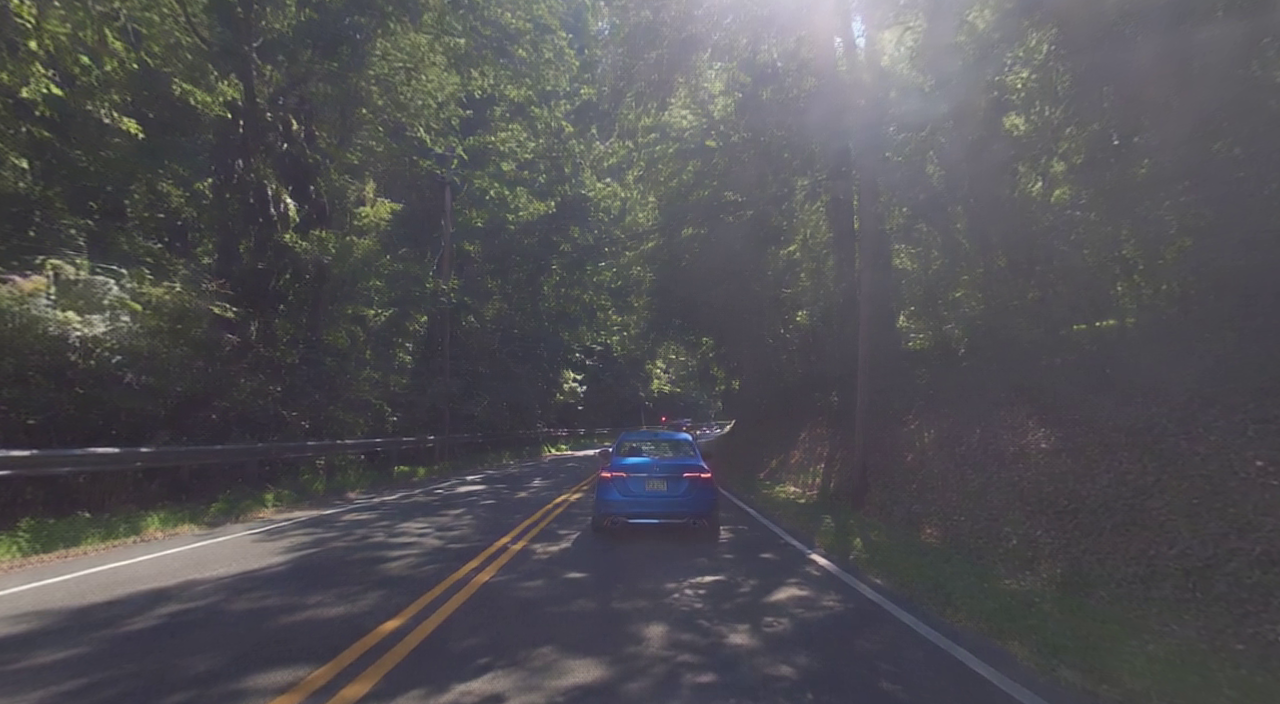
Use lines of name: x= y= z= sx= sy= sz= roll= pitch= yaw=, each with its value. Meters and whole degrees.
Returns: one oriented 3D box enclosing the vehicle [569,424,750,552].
vehicle: x=0.265 y=1.936 z=9.575 sx=2.187 sy=1.533 sz=3.726 roll=0 pitch=-8 yaw=1
